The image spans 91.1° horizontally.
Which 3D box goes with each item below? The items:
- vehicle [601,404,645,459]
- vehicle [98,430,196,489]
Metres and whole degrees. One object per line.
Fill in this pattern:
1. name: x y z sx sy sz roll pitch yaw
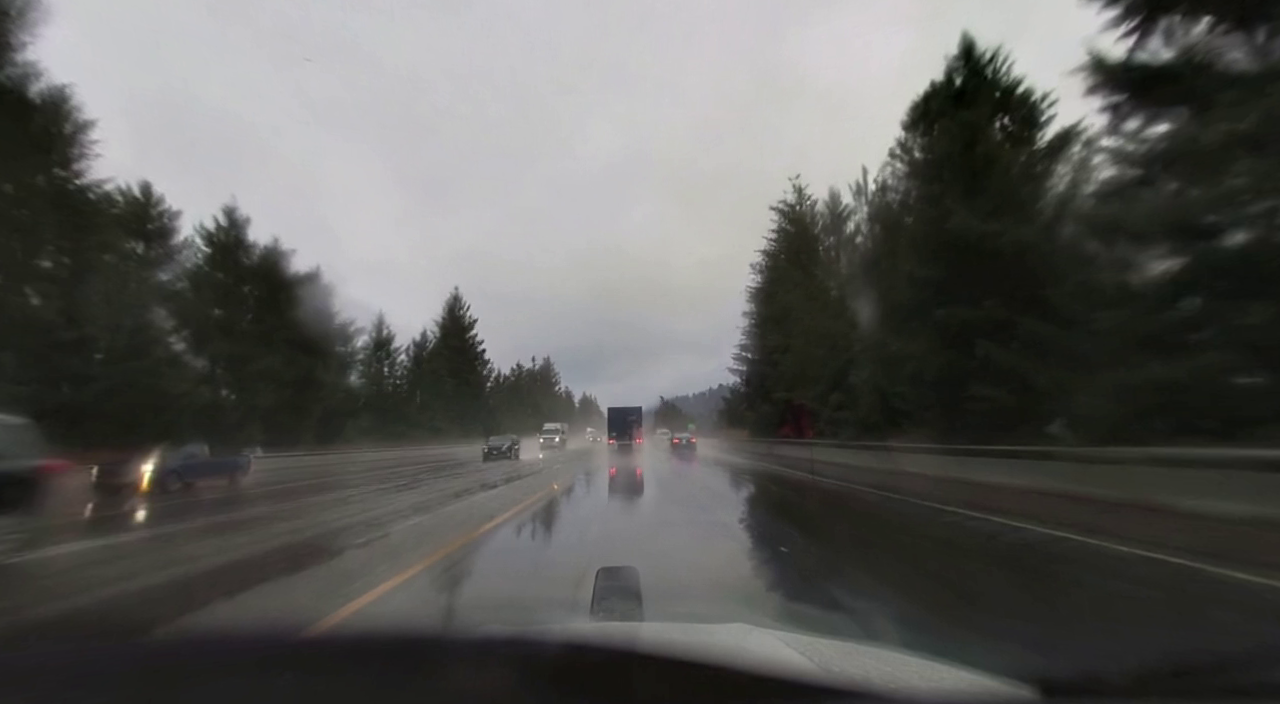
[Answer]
1. vehicle: -1.117 4.932 39.004 2.450 3.098 6.965 0 -8 -3
2. vehicle: -37.272 8.065 47.823 2.907 3.948 6.367 -2 -8 -8
